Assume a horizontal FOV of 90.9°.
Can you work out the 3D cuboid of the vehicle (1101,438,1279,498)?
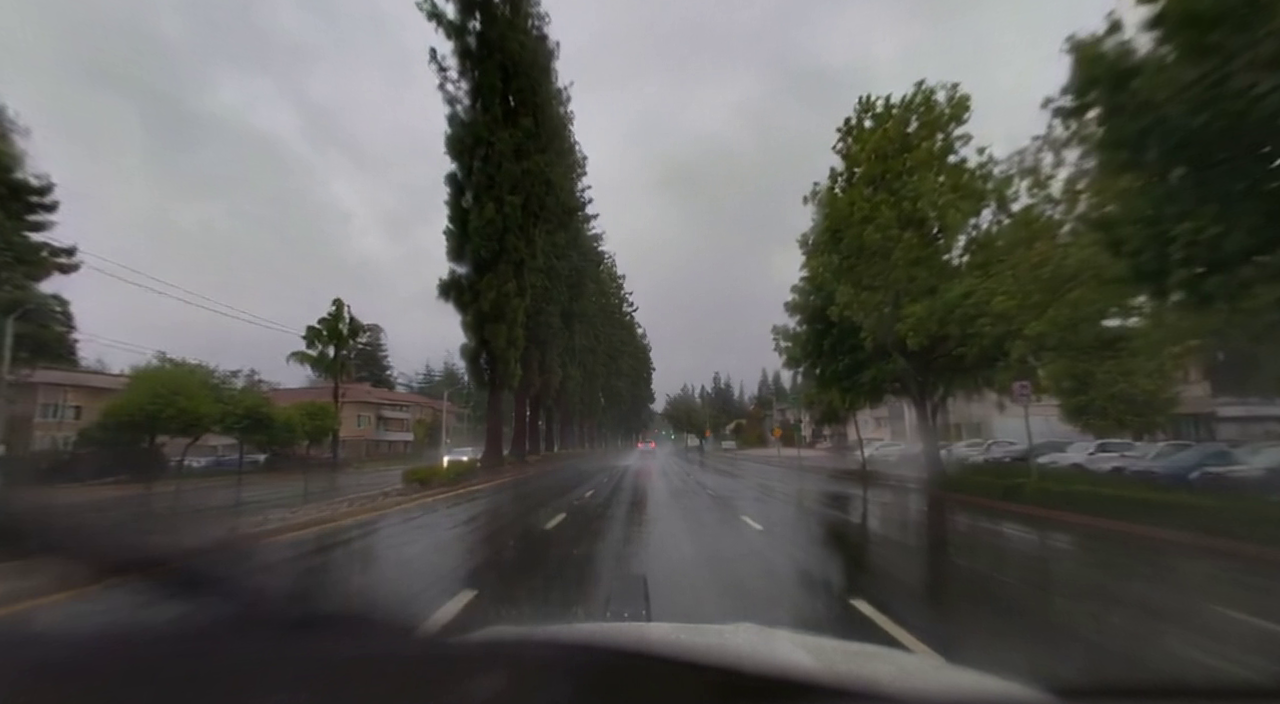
[{"bbox_3d":[15.568,3.073,16.940,4.794,1.480,1.995,0,-8,-1],"label":"vehicle"}]
